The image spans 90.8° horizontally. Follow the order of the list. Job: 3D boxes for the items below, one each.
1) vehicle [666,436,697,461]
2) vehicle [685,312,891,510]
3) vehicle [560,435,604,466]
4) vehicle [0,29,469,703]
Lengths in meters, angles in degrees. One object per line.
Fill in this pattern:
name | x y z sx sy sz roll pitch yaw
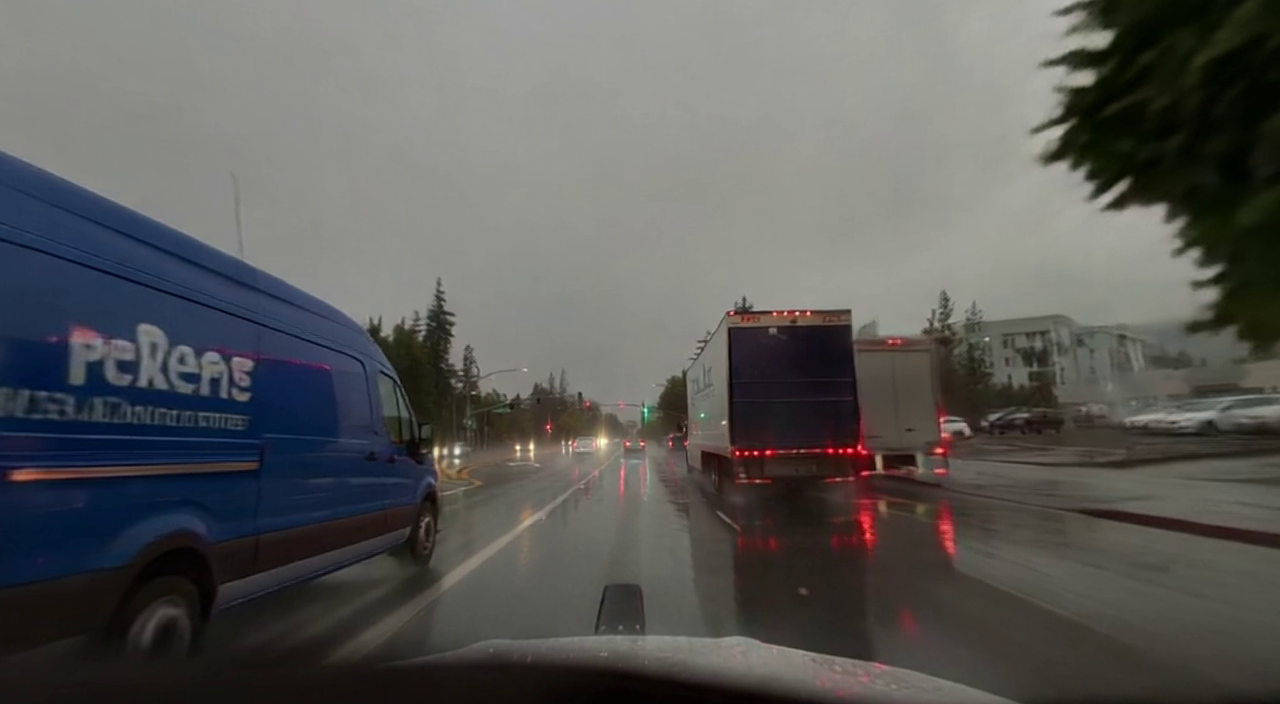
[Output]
vehicle | 2.831 6.729 43.894 1.869 1.616 4.346 0 -9 0
vehicle | 2.960 1.757 16.215 2.861 3.525 9.858 0 -9 0
vehicle | -3.618 6.277 40.321 2.356 1.766 5.674 0 -9 -1
vehicle | -3.464 0.622 4.684 2.443 2.784 6.493 0 -9 1
